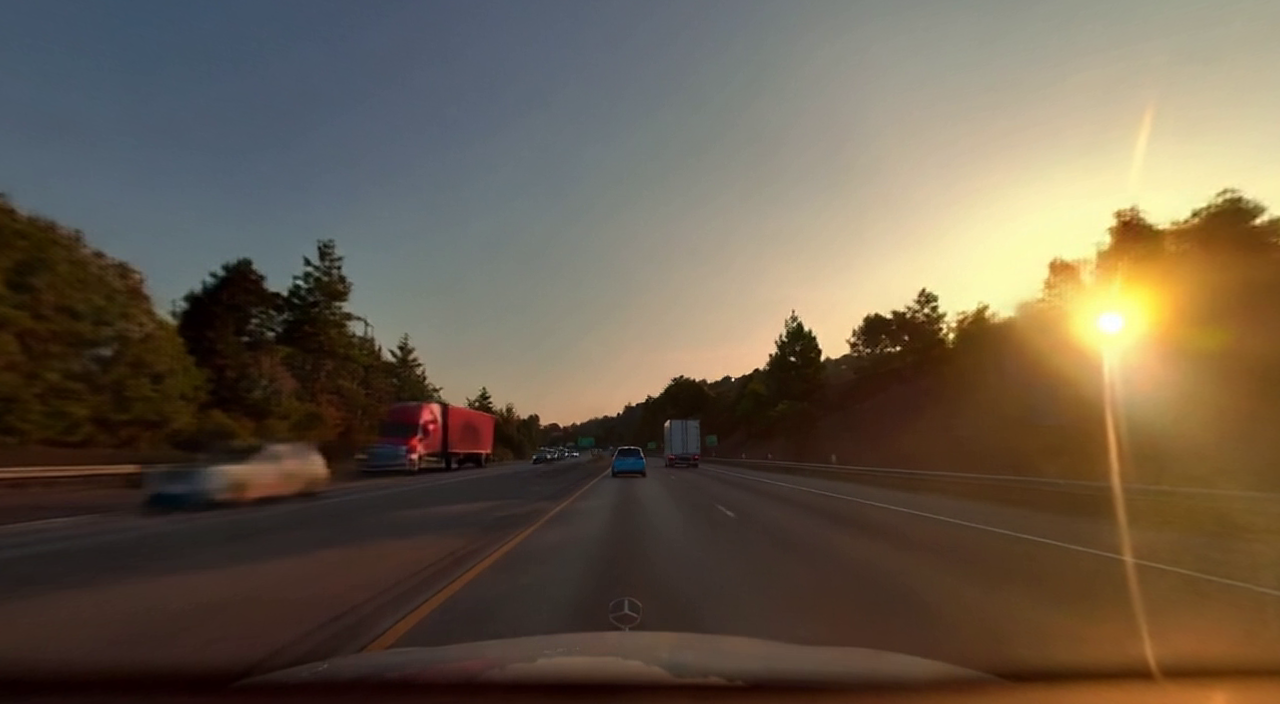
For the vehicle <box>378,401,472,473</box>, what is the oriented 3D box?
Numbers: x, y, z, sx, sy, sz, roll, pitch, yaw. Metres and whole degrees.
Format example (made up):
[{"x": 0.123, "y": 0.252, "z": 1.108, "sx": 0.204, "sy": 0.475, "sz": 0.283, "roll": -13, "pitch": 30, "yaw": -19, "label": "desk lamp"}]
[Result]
[{"x": -13.187, "y": 5.423, "z": 39.610, "sx": 3.019, "sy": 4.044, "sz": 8.230, "roll": 0, "pitch": -9, "yaw": 0, "label": "vehicle"}]

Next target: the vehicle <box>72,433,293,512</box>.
[{"x": -10.393, "y": 2.757, "z": 14.817, "sx": 1.890, "sy": 1.575, "sz": 4.211, "roll": -1, "pitch": -9, "yaw": 2, "label": "vehicle"}]

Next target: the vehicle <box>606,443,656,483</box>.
[{"x": -0.444, "y": 5.186, "z": 29.603, "sx": 2.190, "sy": 1.706, "sz": 4.062, "roll": 0, "pitch": -9, "yaw": -1, "label": "vehicle"}]
